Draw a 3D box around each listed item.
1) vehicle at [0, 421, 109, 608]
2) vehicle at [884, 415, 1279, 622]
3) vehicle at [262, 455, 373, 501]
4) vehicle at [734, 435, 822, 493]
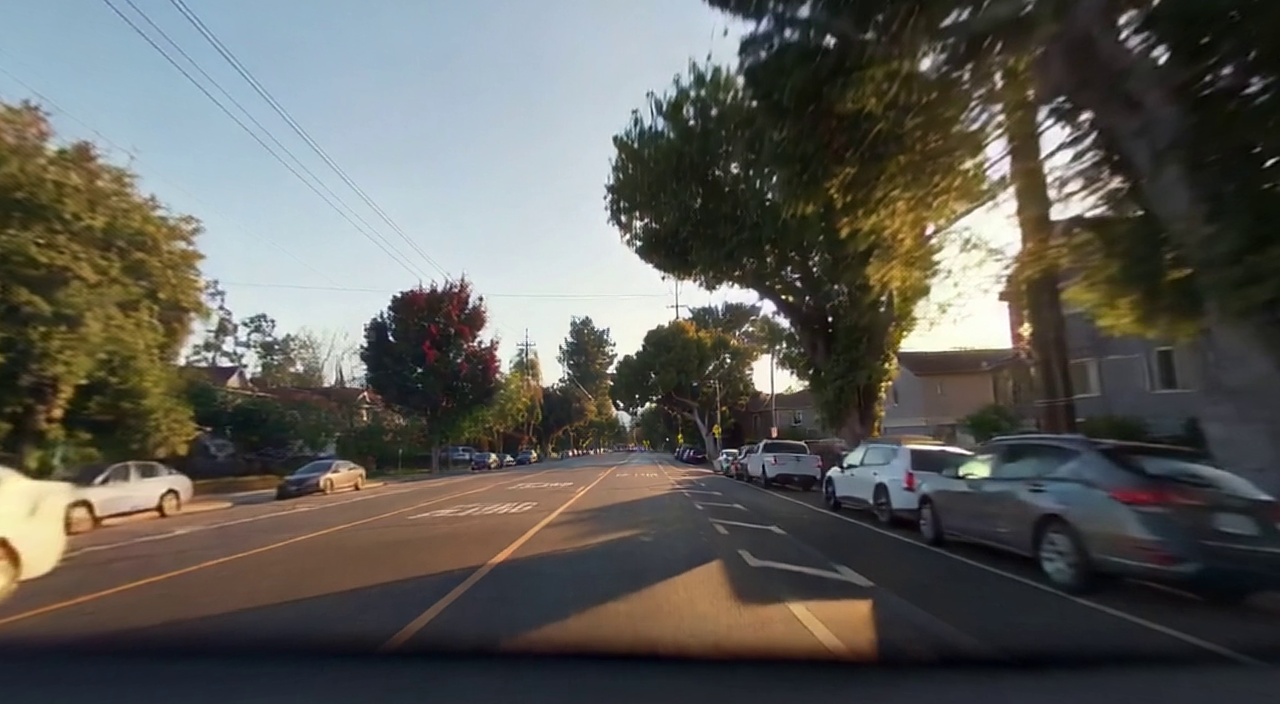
[{"bbox_3d":[-6.861,1.334,4.699,1.957,1.700,4.318,0,-8,0],"label":"vehicle"},{"bbox_3d":[4.955,1.775,7.790,1.962,1.748,4.659,0,-8,0],"label":"vehicle"},{"bbox_3d":[-12.150,4.744,24.096,1.865,1.479,4.325,0,-8,2],"label":"vehicle"},{"bbox_3d":[5.003,4.117,23.570,2.123,1.928,4.752,0,-8,-1],"label":"vehicle"}]
